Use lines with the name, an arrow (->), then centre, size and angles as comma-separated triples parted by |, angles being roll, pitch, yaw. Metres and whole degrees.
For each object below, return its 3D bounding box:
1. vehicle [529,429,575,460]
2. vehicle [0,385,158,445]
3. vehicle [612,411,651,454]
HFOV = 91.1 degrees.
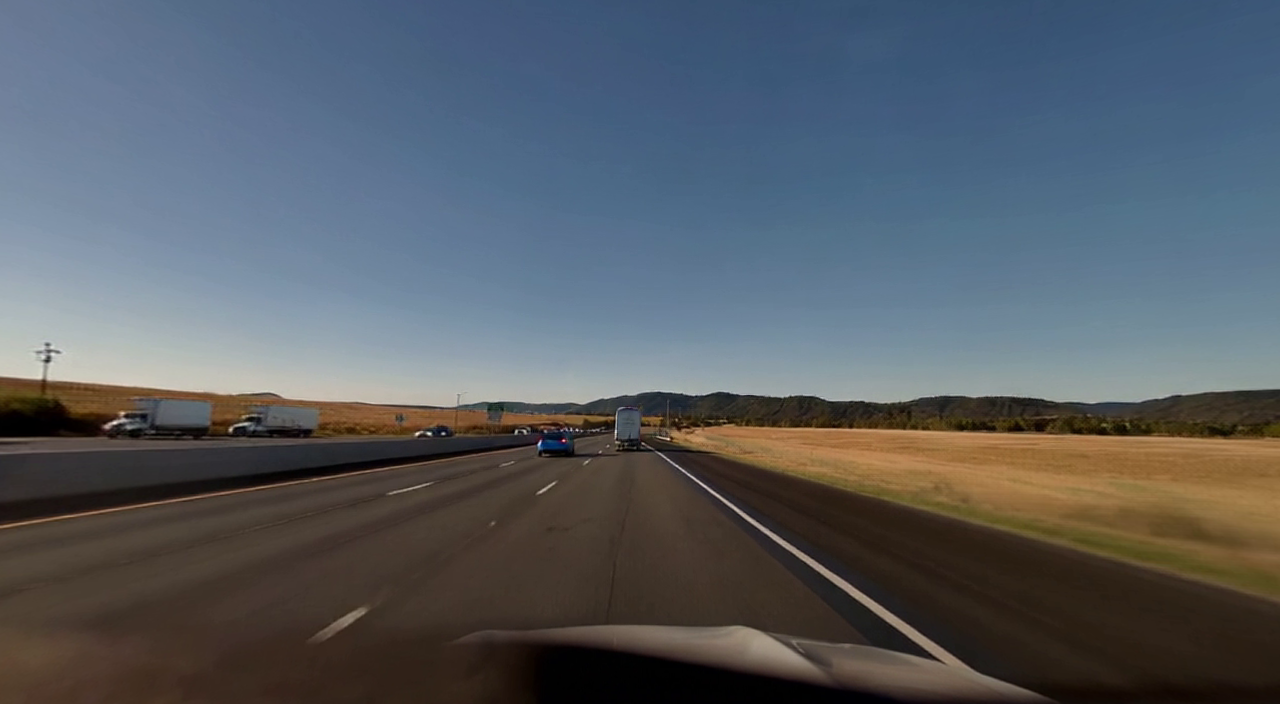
vehicle -> -4.644, 4.937, 33.578 | 1.932, 1.544, 3.864 | 0, -8, 0
vehicle -> -42.038, 4.922, 47.258 | 2.920, 3.981, 10.604 | 0, -8, 1
vehicle -> -0.625, 5.490, 42.700 | 2.418, 2.704, 6.445 | 0, -8, -1
